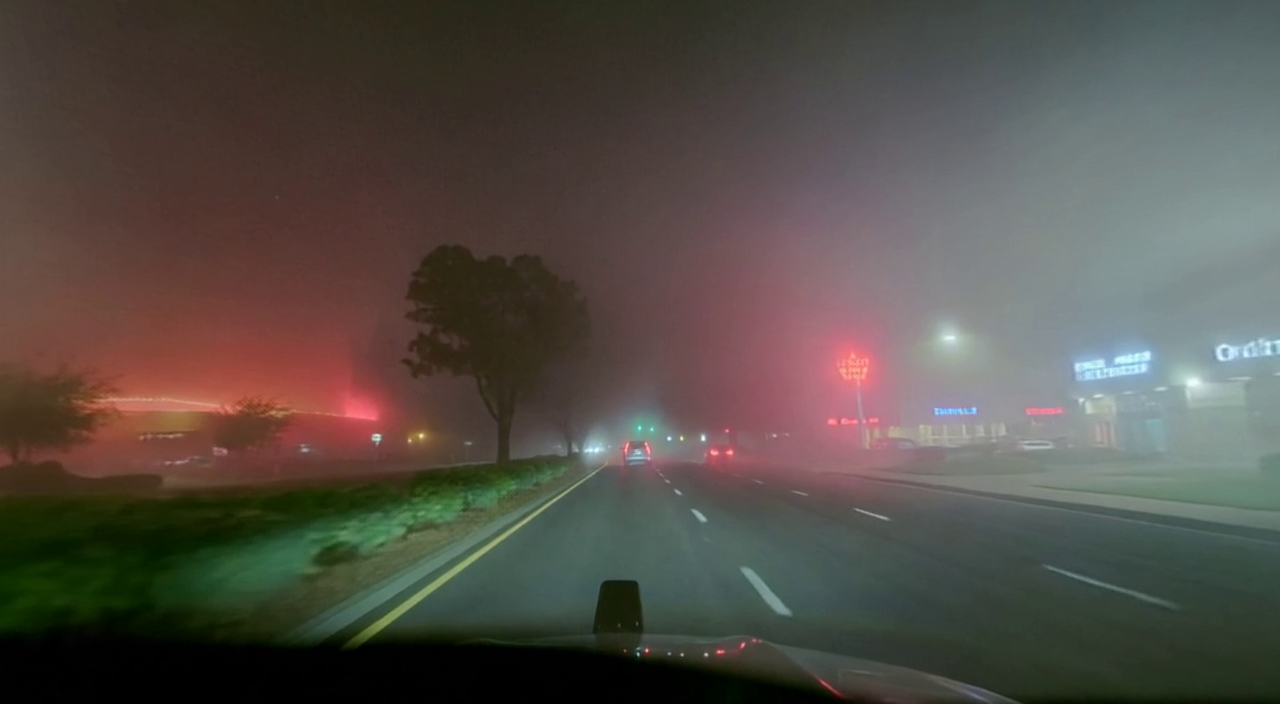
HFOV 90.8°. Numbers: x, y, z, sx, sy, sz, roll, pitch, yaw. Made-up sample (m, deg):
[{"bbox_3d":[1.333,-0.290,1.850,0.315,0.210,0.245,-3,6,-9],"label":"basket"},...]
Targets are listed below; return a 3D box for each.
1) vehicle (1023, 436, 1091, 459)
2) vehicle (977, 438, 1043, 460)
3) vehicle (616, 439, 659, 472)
[{"bbox_3d":[29.413,6.788,44.728,1.805,1.481,4.351,-1,-9,-1],"label":"vehicle"},{"bbox_3d":[26.636,6.972,45.655,1.840,1.446,4.820,-1,-8,0],"label":"vehicle"},{"bbox_3d":[-0.186,5.408,33.234,2.072,1.545,4.578,0,-8,-1],"label":"vehicle"}]
